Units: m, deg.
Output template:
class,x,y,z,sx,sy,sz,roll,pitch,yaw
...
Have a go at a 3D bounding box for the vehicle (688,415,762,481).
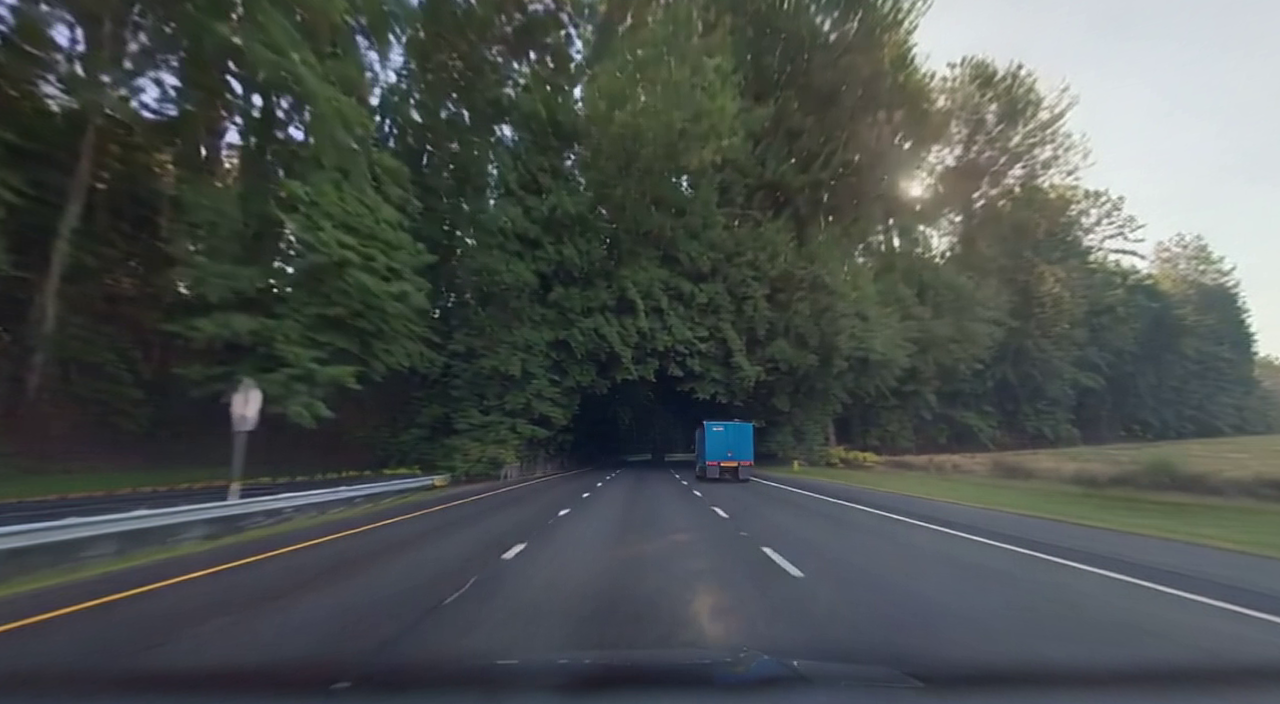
class,x,y,z,sx,sy,sz,roll,pitch,yaw
vehicle,3.877,4.592,30.009,2.572,2.795,5.978,0,-9,-1
